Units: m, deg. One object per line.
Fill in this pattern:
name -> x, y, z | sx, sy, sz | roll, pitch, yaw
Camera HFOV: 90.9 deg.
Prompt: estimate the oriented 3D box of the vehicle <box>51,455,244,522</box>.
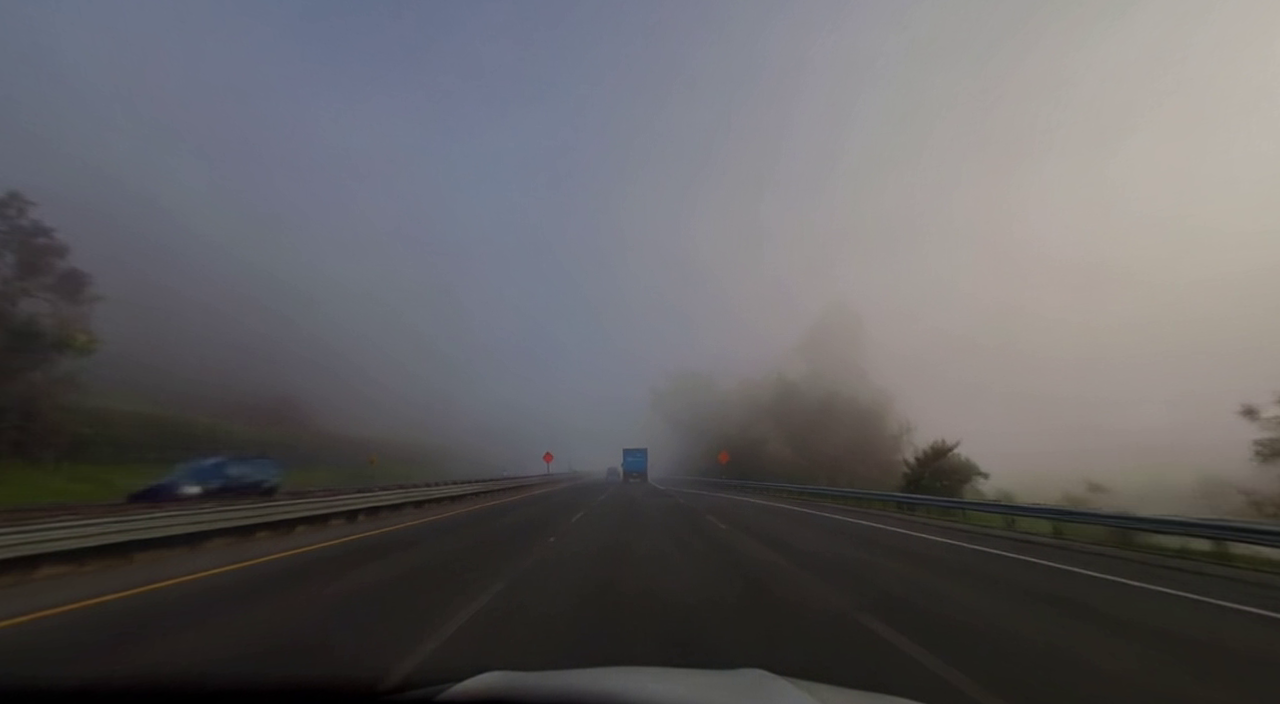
vehicle -> -12.925, 3.609, 16.912 | 2.061, 1.529, 3.742 | 1, -11, 0
